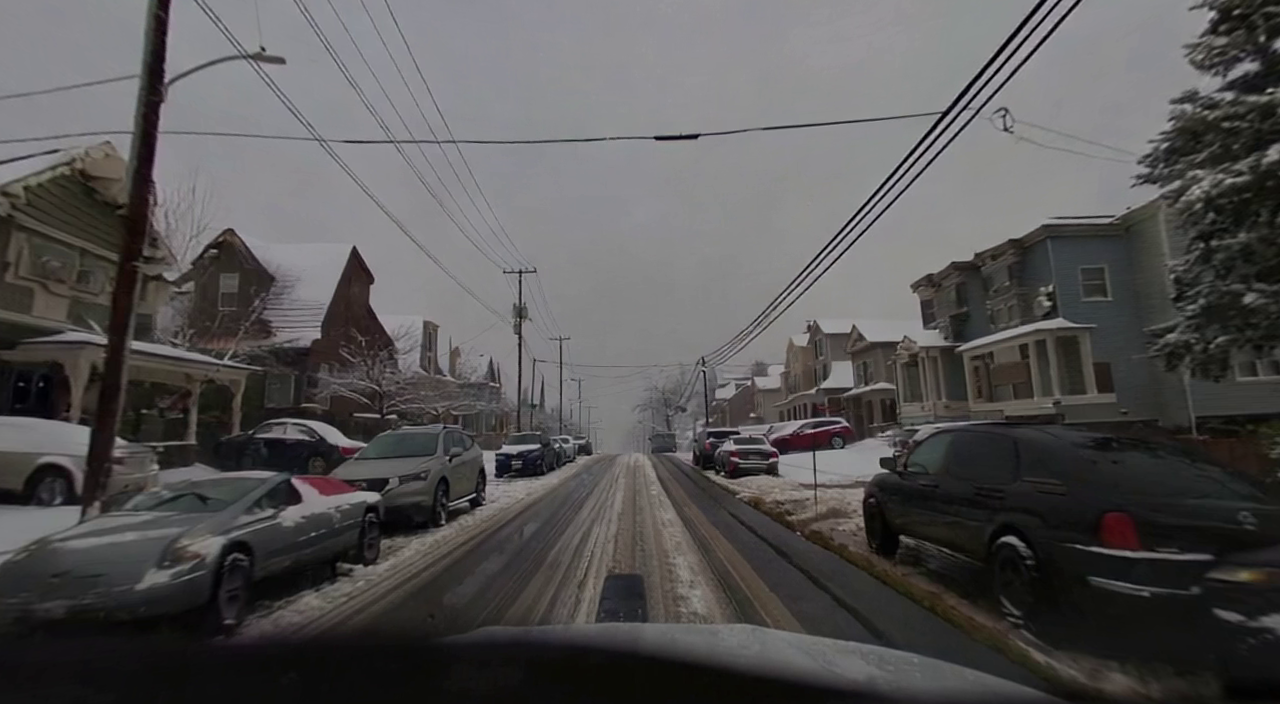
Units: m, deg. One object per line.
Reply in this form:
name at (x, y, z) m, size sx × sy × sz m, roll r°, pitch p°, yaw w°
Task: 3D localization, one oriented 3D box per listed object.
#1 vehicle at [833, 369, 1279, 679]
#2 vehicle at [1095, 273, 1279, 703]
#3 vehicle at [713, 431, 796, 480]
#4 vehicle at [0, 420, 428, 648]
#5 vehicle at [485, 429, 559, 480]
vehicle at (3.702, 1.322, 6.042) m, size 2.025 × 1.741 × 4.748 m, roll 0°, pitch -8°, yaw -2°
vehicle at (3.699, 0.411, 0.730) m, size 2.066 × 1.990 × 5.511 m, roll 0°, pitch -8°, yaw -2°
vehicle at (3.601, 3.370, 20.754) m, size 2.083 × 1.407 × 4.506 m, roll 0°, pitch -8°, yaw 3°
vehicle at (-3.829, 1.515, 6.498) m, size 2.024 × 1.460 × 4.600 m, roll 0°, pitch -8°, yaw -4°
vehicle at (-4.382, 3.970, 24.219) m, size 2.031 × 1.708 × 4.746 m, roll -2°, pitch -10°, yaw -1°
